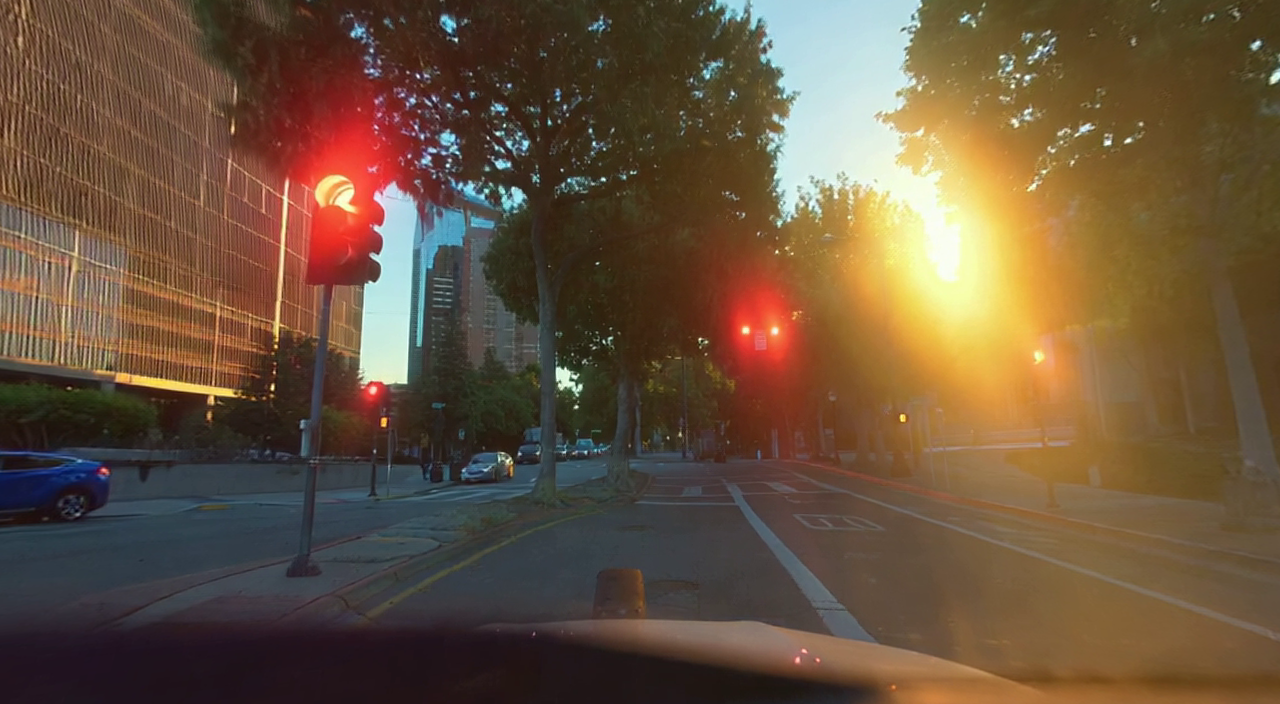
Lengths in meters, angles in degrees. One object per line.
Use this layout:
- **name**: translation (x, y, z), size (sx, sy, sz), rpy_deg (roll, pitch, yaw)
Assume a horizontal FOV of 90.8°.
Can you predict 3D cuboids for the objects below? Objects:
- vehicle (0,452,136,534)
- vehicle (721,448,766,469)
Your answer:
- **vehicle**: translation (-12.872, 2.717, 12.286), size (4.598, 1.490, 1.816), rpy_deg (7, -11, -40)
- **vehicle**: translation (7.860, 8.123, 48.415), size (1.829, 1.440, 4.384), rpy_deg (2, -9, -14)
